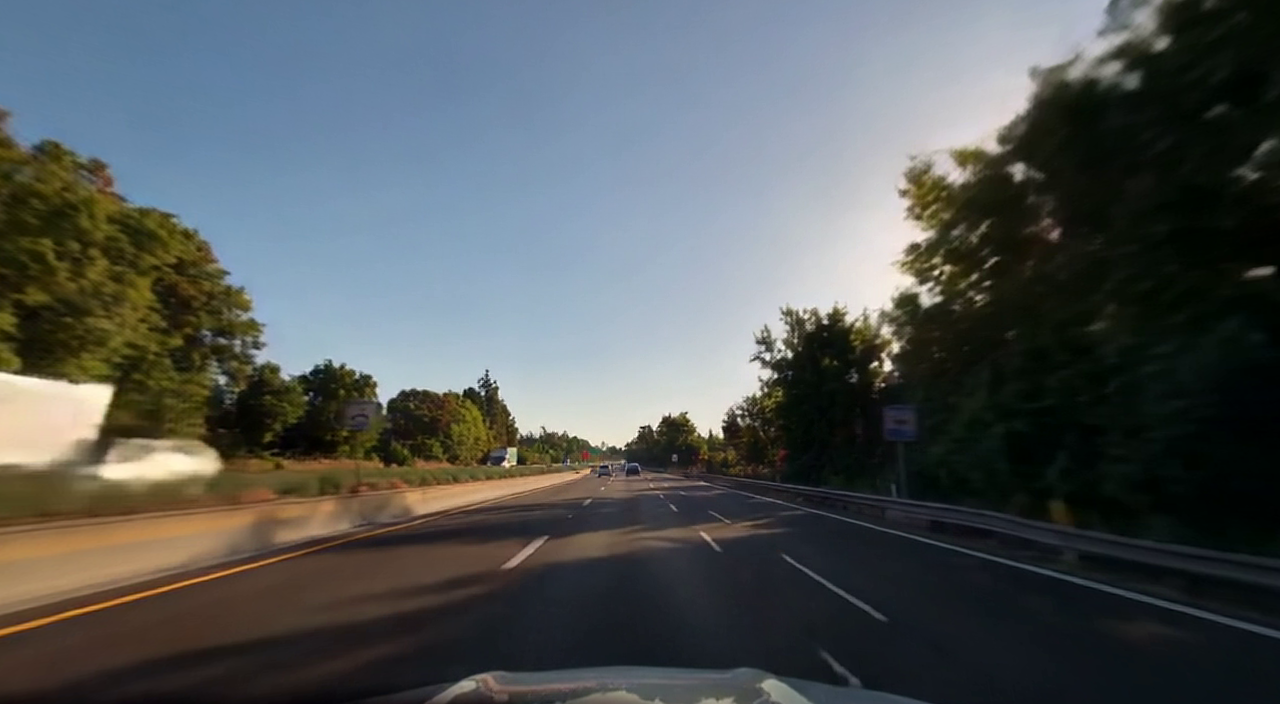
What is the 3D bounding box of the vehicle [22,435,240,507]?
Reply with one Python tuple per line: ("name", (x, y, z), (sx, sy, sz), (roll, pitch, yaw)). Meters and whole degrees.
("vehicle", (-12.197, 2.925, 15.578), (1.838, 1.494, 4.195), (1, -10, 0))
